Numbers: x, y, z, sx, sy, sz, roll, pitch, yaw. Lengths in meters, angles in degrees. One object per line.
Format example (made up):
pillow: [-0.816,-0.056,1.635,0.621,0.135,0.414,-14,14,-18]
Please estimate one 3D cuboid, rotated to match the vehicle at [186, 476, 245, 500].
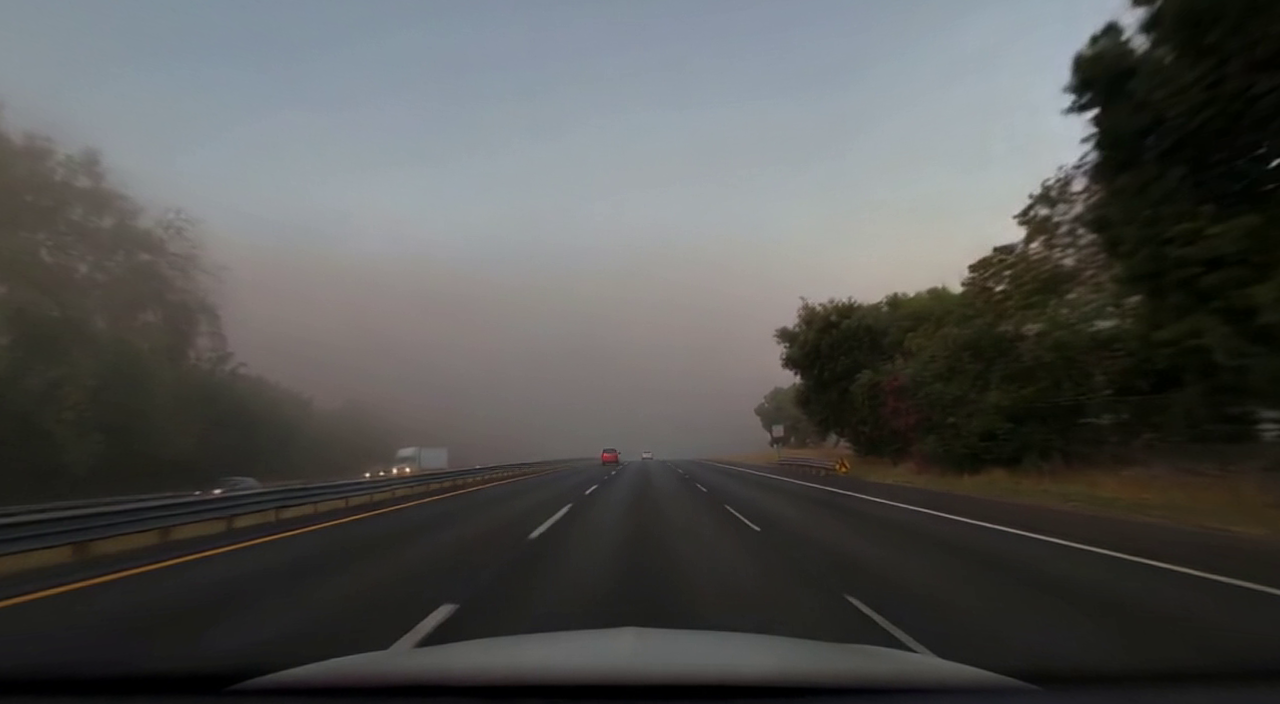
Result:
vehicle: [-28.163,9.003,41.910,1.480,1.344,3.328,0,-8,2]
